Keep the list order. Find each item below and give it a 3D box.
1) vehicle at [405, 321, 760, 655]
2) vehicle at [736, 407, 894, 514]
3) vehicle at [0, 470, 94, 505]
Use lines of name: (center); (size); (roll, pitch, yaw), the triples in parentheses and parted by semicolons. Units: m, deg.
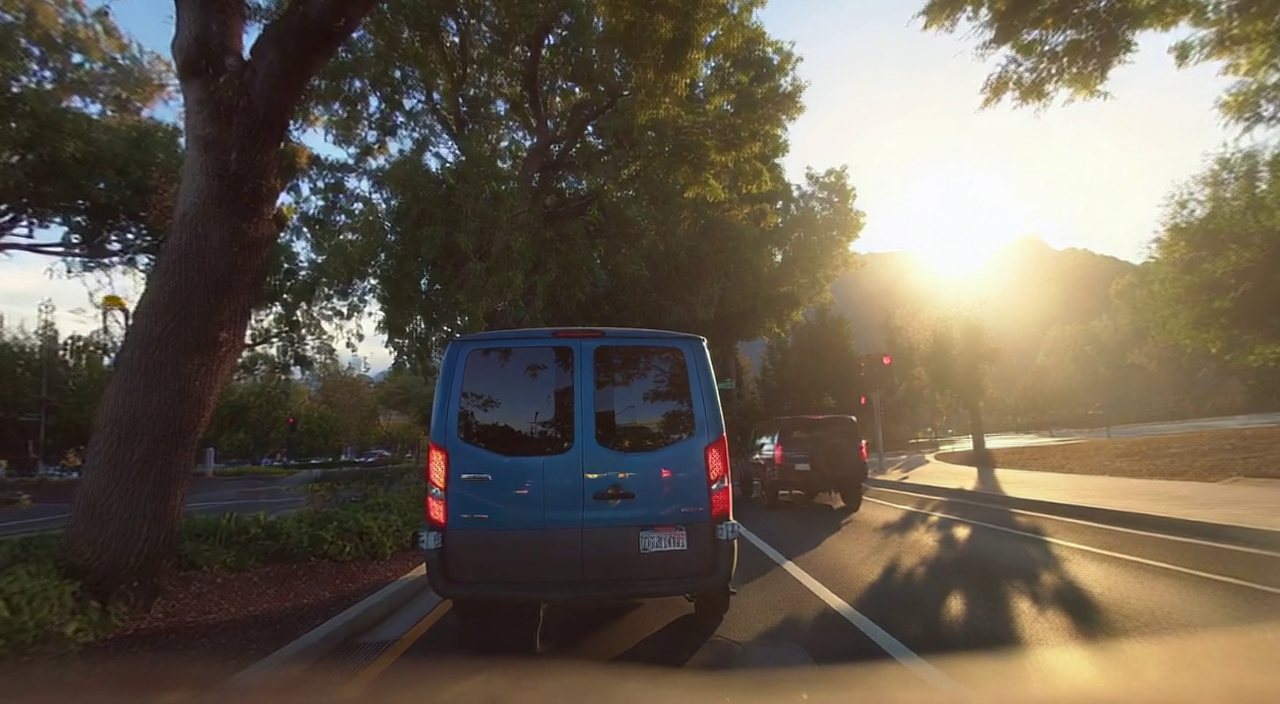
vehicle: (-0.326, 1.133, 6.098); (2.145, 2.046, 4.309); (0, -9, 1)
vehicle: (3.395, 2.207, 13.202); (1.988, 1.873, 3.968); (0, -9, -3)
vehicle: (-28.148, 6.139, 28.704); (4.726, 1.456, 1.873); (1, -9, -4)
